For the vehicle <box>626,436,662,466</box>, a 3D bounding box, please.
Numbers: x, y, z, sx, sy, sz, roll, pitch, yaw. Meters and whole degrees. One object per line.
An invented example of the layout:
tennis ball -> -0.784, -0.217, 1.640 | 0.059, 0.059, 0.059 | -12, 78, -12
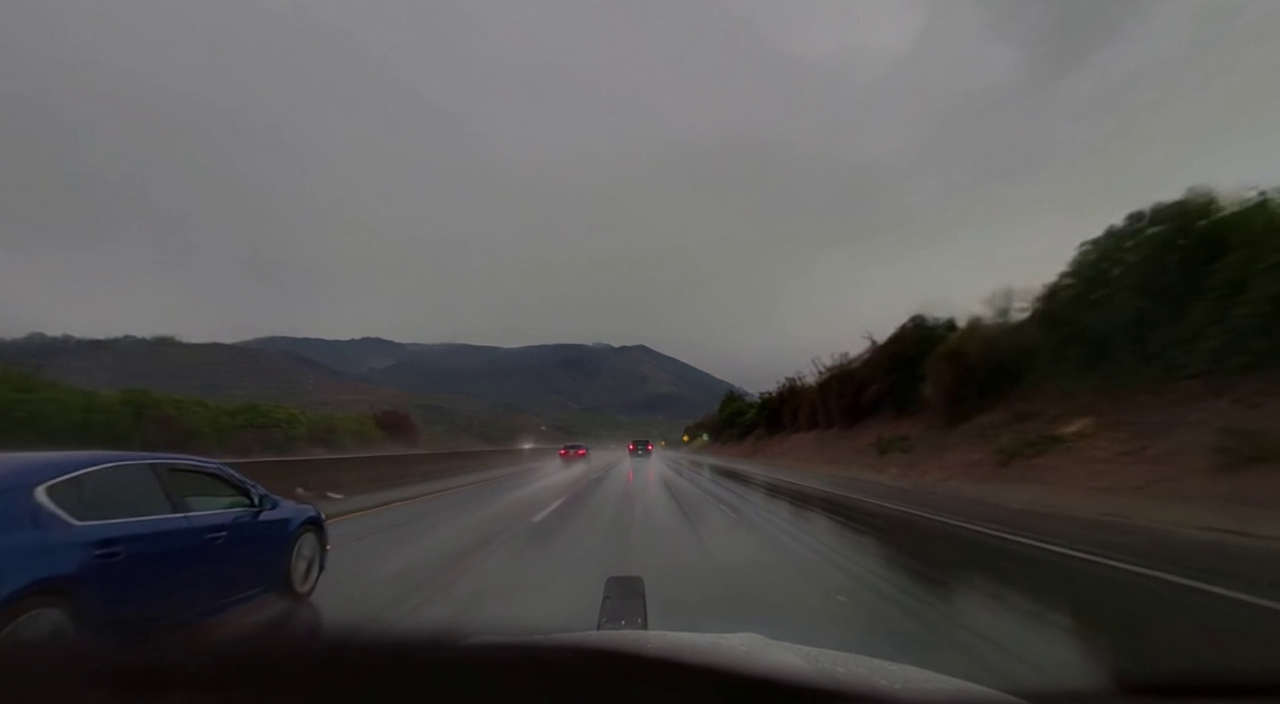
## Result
vehicle -> 0.240, 6.512, 41.626 | 2.272, 1.836, 4.866 | 0, -8, 0

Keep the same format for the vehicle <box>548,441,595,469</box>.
vehicle -> -3.779, 5.760, 35.313 | 2.082, 1.485, 4.237 | 0, -8, 1
